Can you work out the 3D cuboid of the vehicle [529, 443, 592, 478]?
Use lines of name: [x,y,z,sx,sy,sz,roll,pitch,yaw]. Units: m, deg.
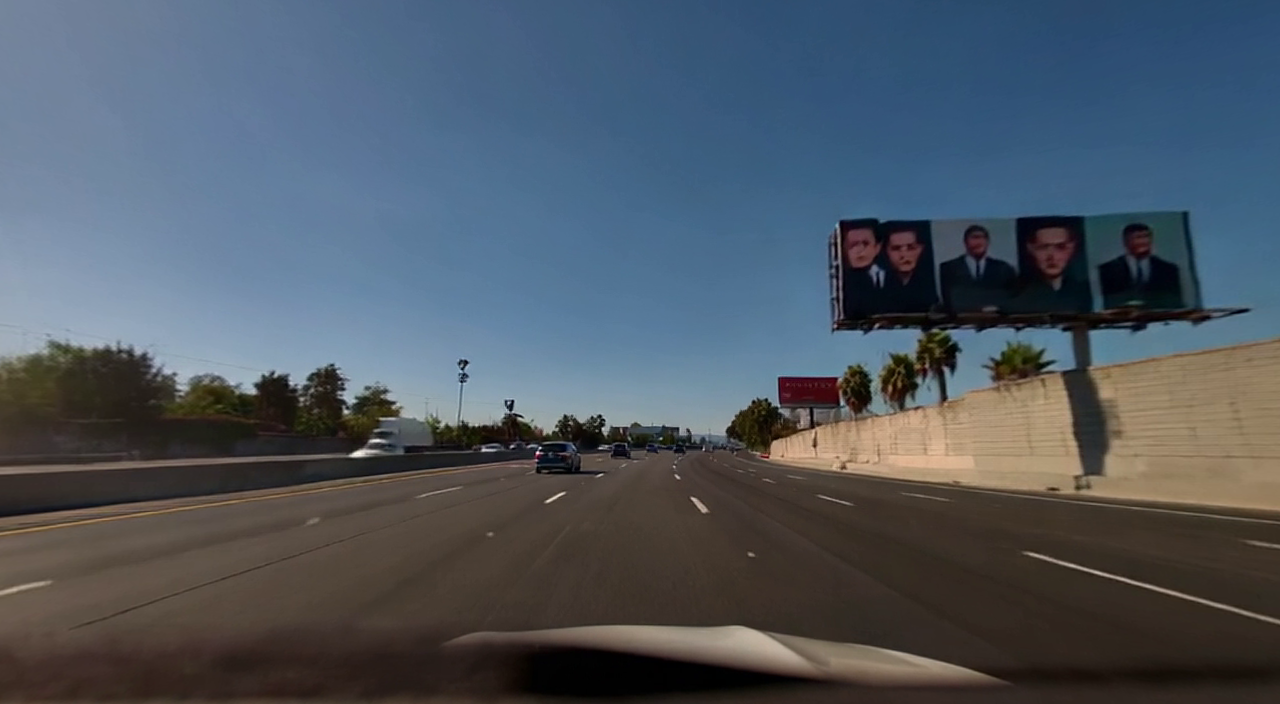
vehicle: [-3.517,4.902,28.956,2.078,1.457,4.648,-1,-8,3]
